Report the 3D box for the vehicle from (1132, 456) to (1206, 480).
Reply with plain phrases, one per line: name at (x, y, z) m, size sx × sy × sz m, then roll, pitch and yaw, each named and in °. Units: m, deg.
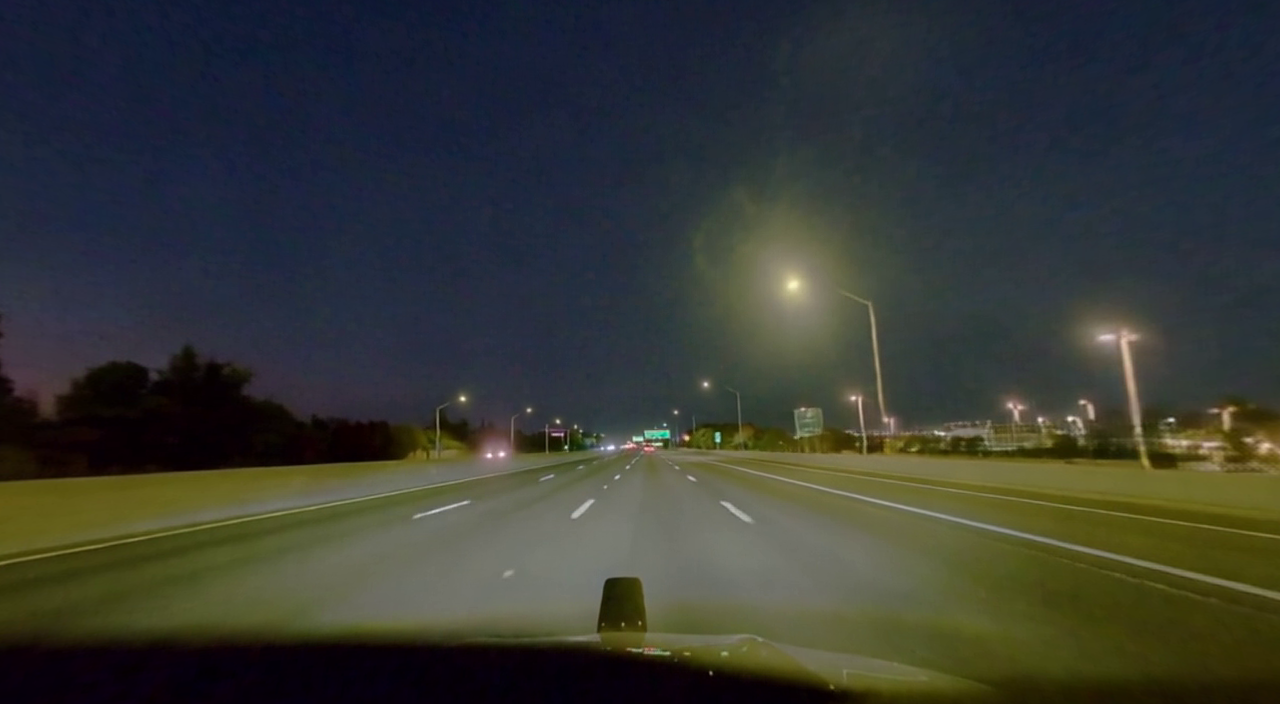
vehicle at (39.674, 8.666, 47.340) m, size 3.862 × 1.573 × 1.823 m, roll -2°, pitch -9°, yaw -3°
